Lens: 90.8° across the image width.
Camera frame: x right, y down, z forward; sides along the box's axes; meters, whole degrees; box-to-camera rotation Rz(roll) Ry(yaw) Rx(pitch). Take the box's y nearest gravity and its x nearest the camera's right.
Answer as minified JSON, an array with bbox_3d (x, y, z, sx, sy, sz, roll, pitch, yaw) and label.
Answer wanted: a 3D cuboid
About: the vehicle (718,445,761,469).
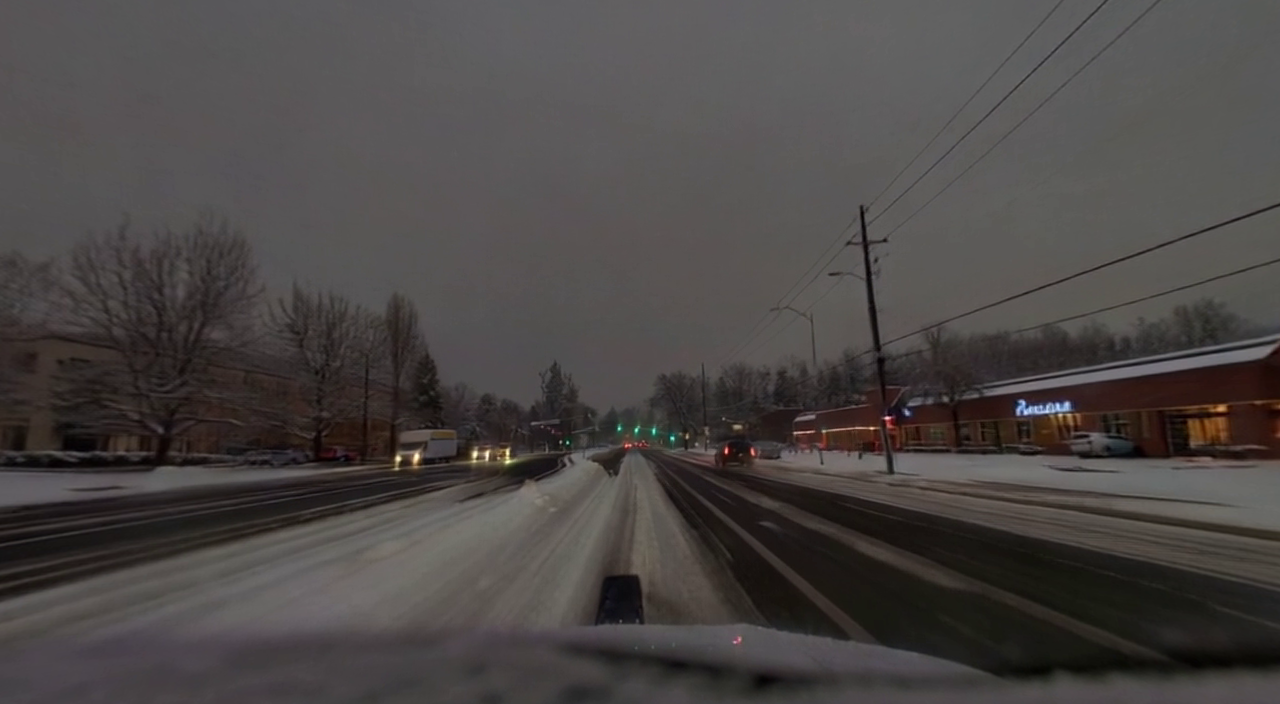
[{"bbox_3d":[6.258,6.672,40.215,1.916,1.437,4.327,0,-9,-2],"label":"vehicle"}]

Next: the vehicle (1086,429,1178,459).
[{"bbox_3d":[30.435,5.776,39.277,1.860,1.716,4.675,1,-9,-1],"label":"vehicle"}]
